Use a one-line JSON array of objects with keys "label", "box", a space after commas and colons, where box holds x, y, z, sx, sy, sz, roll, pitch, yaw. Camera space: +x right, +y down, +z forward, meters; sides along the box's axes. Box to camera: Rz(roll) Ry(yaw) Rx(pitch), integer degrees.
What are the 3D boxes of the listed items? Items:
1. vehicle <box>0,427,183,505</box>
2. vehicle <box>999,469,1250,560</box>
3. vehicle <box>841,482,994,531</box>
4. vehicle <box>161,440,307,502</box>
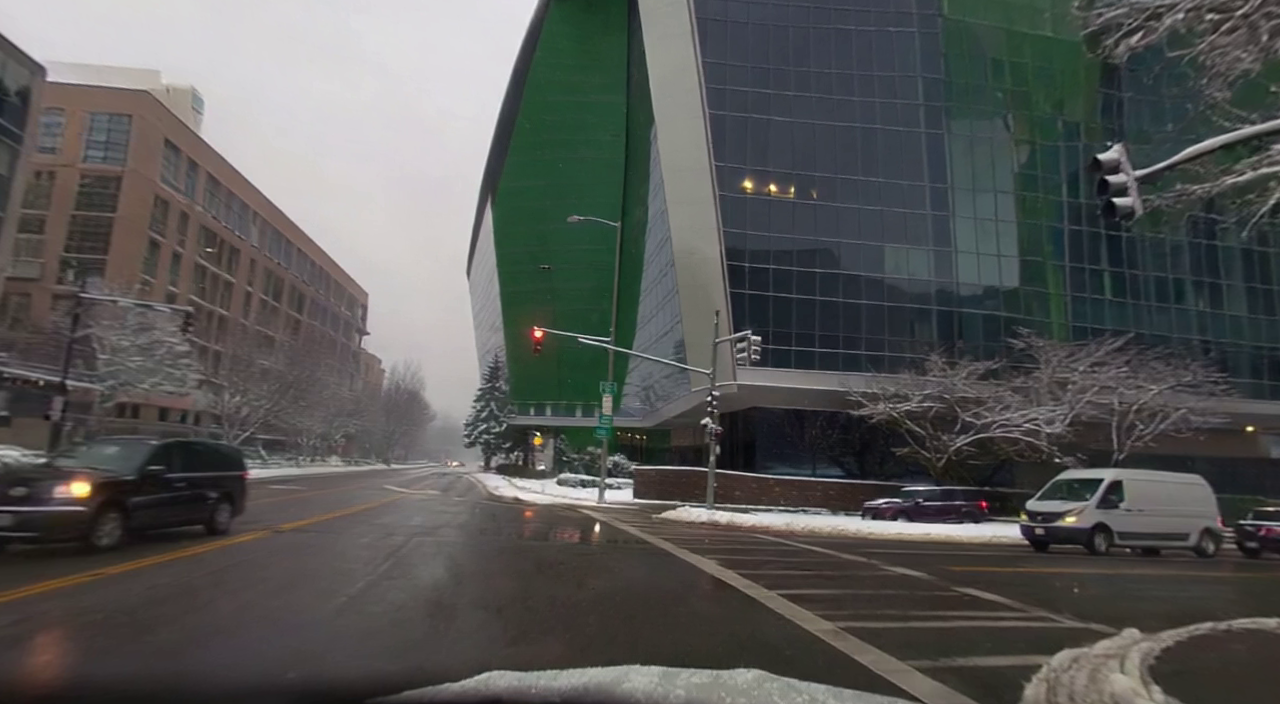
[{"label": "vehicle", "box": [-14.951, 3.141, 17.355, 2.040, 1.852, 4.274, 2, -11, -10]}, {"label": "vehicle", "box": [12.292, 4.070, 16.120, 5.252, 2.013, 2.104, 3, -13, -15]}, {"label": "vehicle", "box": [9.387, 5.219, 21.441, 4.470, 1.472, 1.868, 3, -11, -14]}, {"label": "vehicle", "box": [-12.369, 3.690, 19.625, 2.166, 1.686, 4.382, 2, -11, -10]}]
